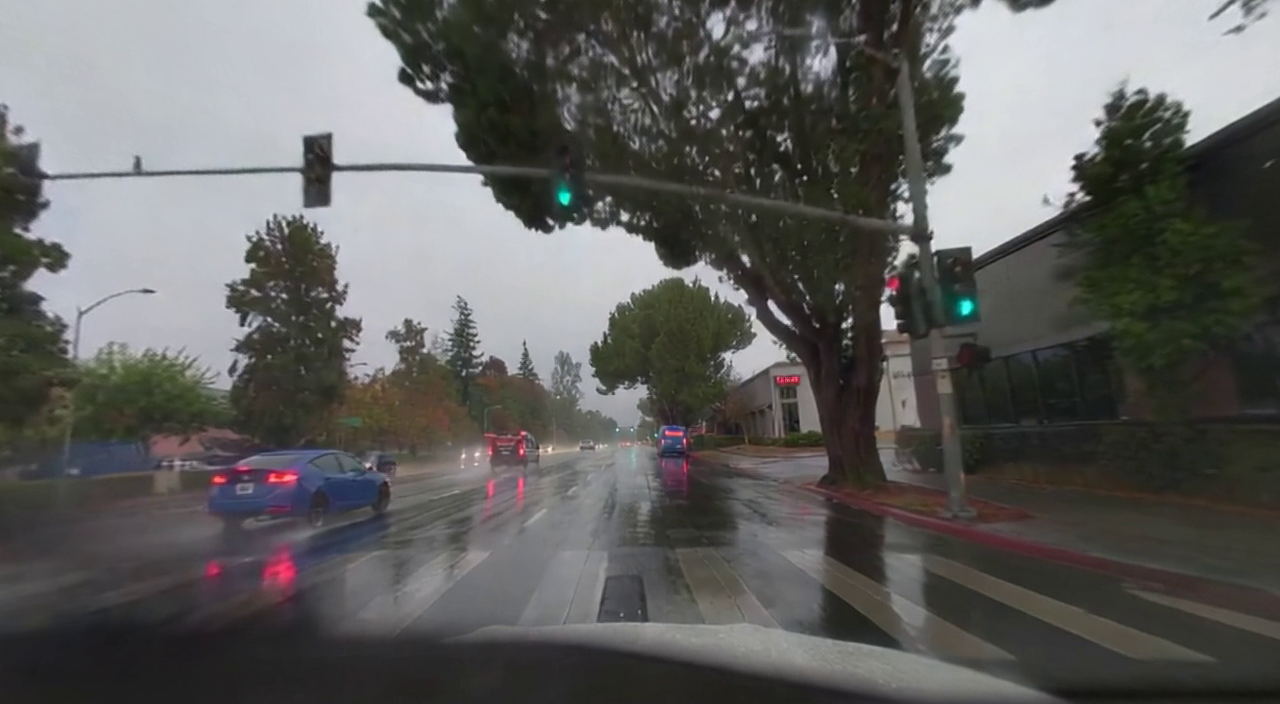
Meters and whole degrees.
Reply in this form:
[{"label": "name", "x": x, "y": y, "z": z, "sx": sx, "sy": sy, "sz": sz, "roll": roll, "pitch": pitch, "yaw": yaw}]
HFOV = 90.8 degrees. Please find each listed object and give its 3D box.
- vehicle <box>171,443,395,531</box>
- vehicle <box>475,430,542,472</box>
[{"label": "vehicle", "x": -6.914, "y": 2.614, "z": 12.936, "sx": 1.970, "sy": 1.456, "sz": 4.441, "roll": 0, "pitch": -8, "yaw": 0}, {"label": "vehicle", "x": -6.906, "y": 5.267, "z": 33.851, "sx": 2.332, "sy": 2.039, "sz": 5.678, "roll": 0, "pitch": -8, "yaw": 0}]
